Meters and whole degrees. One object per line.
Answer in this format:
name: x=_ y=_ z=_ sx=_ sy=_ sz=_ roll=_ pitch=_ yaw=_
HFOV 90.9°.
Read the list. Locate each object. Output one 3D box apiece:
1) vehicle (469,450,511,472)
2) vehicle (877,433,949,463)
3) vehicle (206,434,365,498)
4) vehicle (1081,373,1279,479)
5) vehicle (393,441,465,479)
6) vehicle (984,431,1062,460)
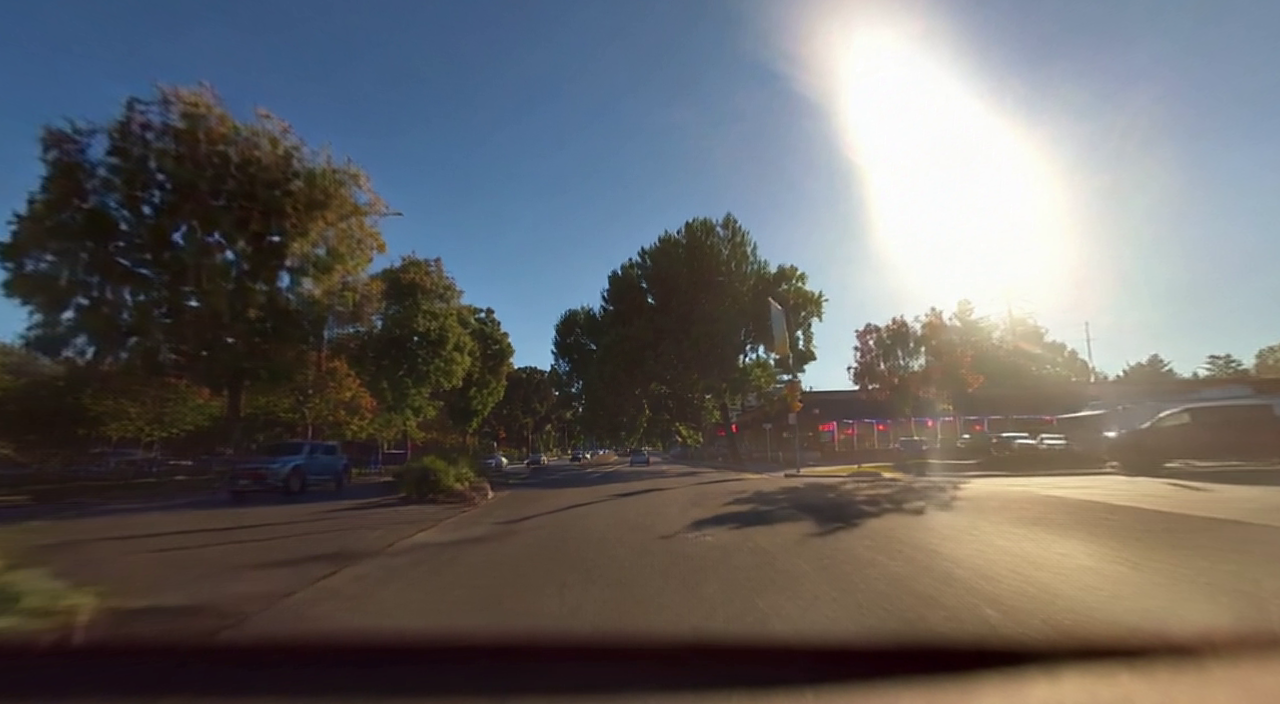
vehicle: x=-10.847 y=7.901 z=45.914 sx=1.873 sy=1.516 sz=4.339 roll=0 pitch=-8 yaw=1
vehicle: x=16.996 y=6.052 z=39.593 sx=2.021 sy=1.753 sz=4.941 roll=0 pitch=-9 yaw=-4
vehicle: x=-10.743 y=3.471 z=19.646 sx=2.189 sy=1.747 sz=4.651 roll=0 pitch=-8 yaw=1
vehicle: x=19.047 y=2.318 z=19.533 sx=8.462 sy=3.012 sz=2.906 roll=0 pitch=-8 yaw=0
vehicle: x=-10.726 y=5.490 z=32.381 sx=2.000 sy=1.817 sz=4.624 roll=0 pitch=-8 yaw=1
vehicle: x=24.268 y=5.989 z=40.198 sx=1.996 sy=1.723 sz=4.576 roll=0 pitch=-10 yaw=-1
